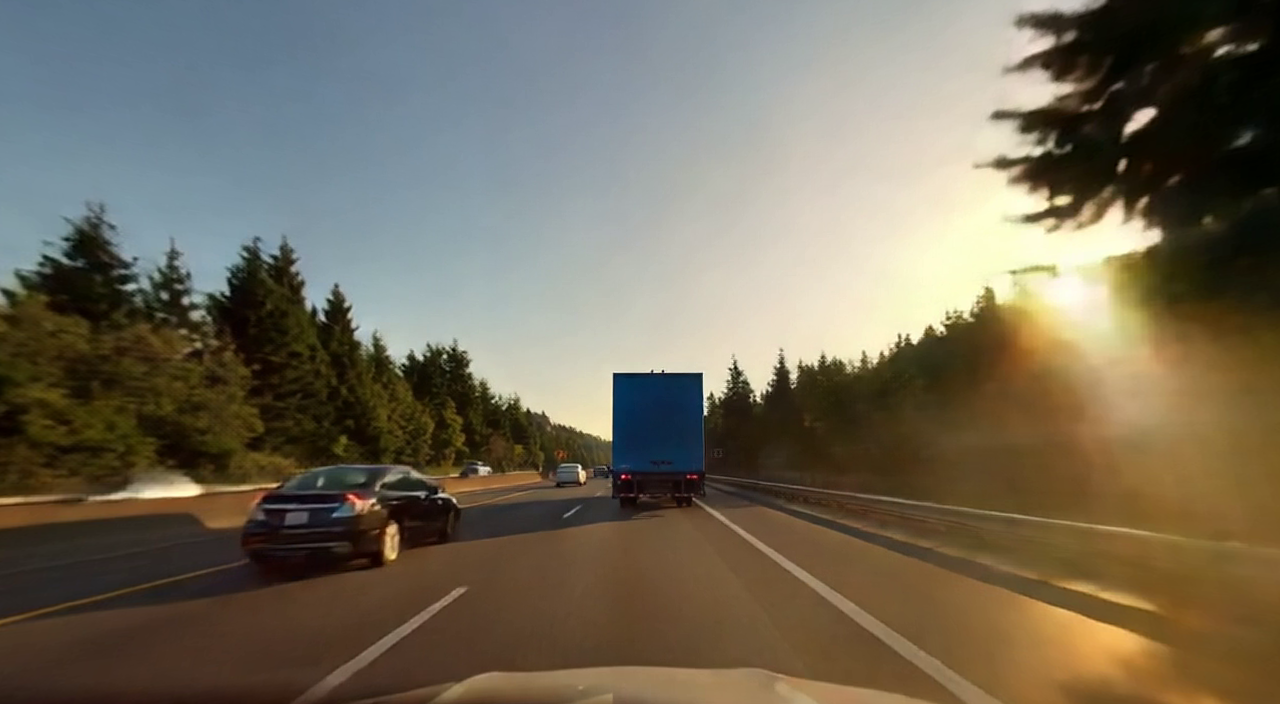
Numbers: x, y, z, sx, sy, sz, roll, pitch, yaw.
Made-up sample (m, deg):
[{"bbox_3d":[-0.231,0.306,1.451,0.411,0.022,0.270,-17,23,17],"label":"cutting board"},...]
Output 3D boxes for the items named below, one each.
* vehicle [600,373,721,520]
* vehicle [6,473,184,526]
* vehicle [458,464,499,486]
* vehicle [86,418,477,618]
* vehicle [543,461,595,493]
[{"bbox_3d":[0.527,3.217,20.684,3.008,3.678,9.512,1,-10,0],"label":"vehicle"},{"bbox_3d":[-16.468,4.442,19.373,1.737,1.393,4.108,0,-10,1],"label":"vehicle"},{"bbox_3d":[-12.508,9.578,49.186,1.980,1.532,4.448,1,-10,0],"label":"vehicle"},{"bbox_3d":[-3.697,1.848,7.789,2.076,1.691,4.555,1,-10,0],"label":"vehicle"},{"bbox_3d":[-3.561,6.422,32.548,2.079,1.506,4.821,0,-10,1],"label":"vehicle"}]
